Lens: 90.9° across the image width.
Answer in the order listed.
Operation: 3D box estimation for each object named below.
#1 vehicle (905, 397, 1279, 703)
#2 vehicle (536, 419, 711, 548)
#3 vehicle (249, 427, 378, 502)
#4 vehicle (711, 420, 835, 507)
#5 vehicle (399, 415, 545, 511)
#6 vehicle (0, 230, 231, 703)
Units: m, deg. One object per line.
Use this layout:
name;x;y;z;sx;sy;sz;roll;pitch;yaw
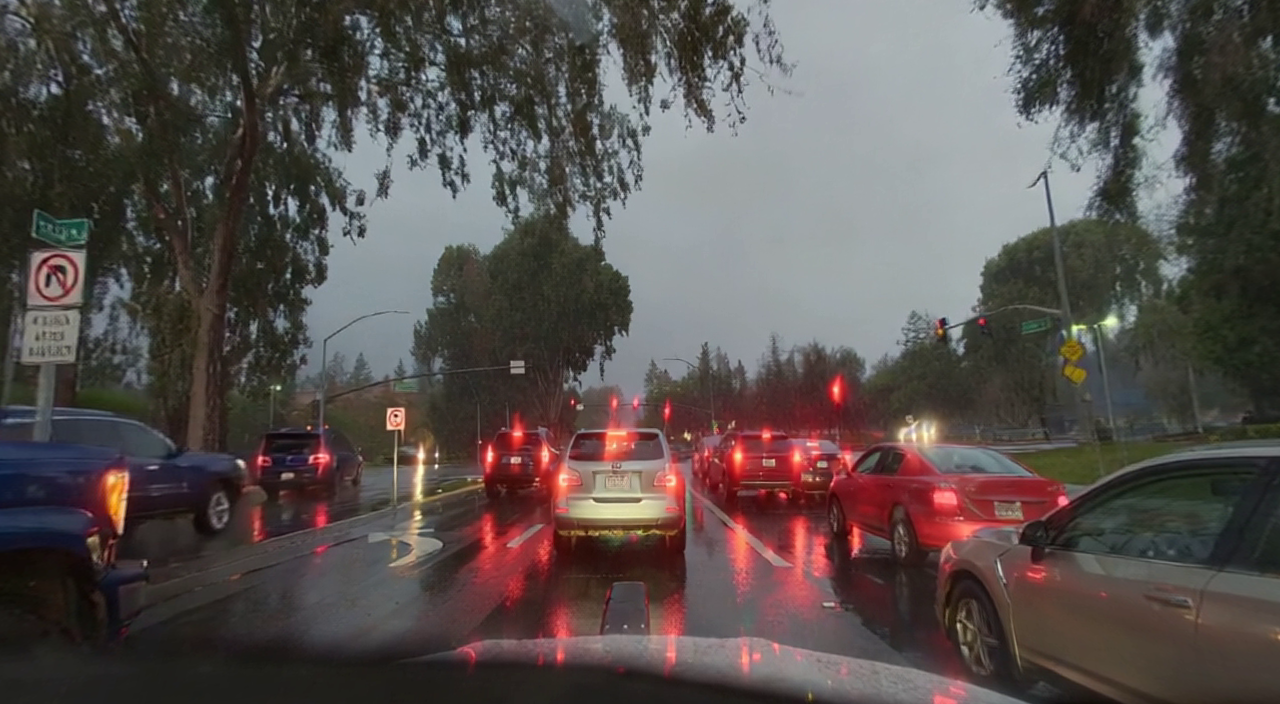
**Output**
vehicle;3.019;0.959;2.514;1.874;1.477;4.698;0;-8;0
vehicle;-0.221;1.938;9.873;2.194;1.607;3.690;0;-8;0
vehicle;-8.964;3.098;17.826;2.256;1.799;4.831;2;-9;-16
vehicle;3.131;2.735;15.907;2.102;1.841;4.587;0;-8;0
vehicle;-3.636;2.518;14.662;2.089;1.857;4.488;0;-8;1
vehicle;-3.490;0.346;0.317;2.656;2.021;5.800;0;-8;0
